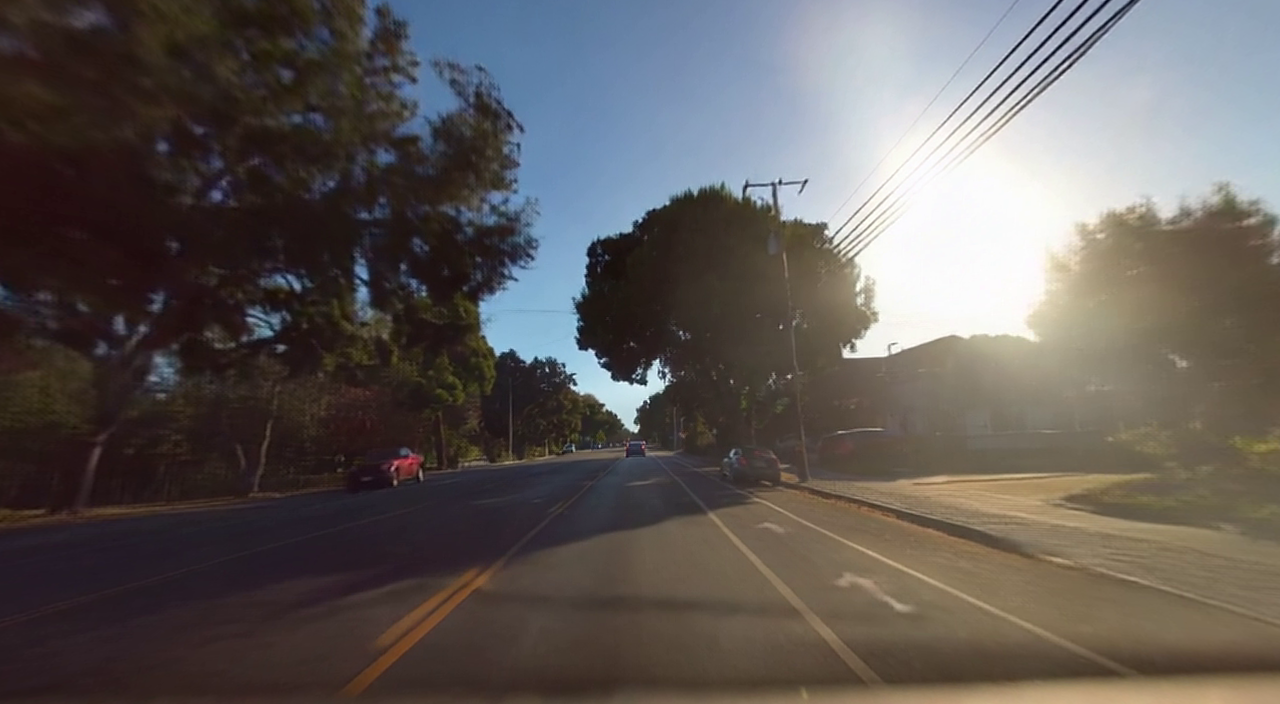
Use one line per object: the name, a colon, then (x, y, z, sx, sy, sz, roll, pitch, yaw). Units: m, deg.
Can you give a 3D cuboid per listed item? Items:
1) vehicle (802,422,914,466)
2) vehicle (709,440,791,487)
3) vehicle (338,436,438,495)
vehicle: (10.788, 4.593, 31.478, 4.709, 1.743, 1.965, -3, -8, -8)
vehicle: (3.887, 4.044, 23.248, 2.167, 1.535, 4.464, 0, -8, -1)
vehicle: (-10.974, 4.940, 28.034, 2.111, 2.050, 5.328, -8, -8, -1)
